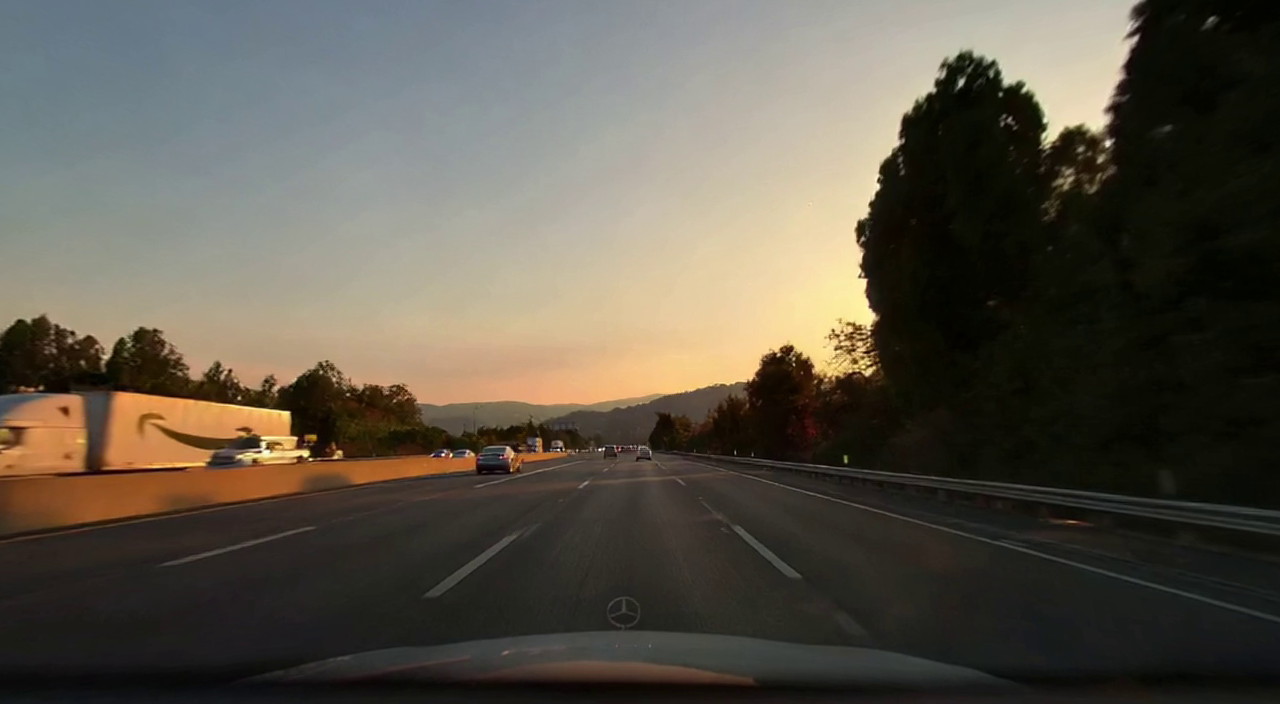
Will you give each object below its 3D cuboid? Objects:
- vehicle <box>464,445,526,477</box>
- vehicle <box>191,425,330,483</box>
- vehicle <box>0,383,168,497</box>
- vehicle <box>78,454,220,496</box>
[{"bbox_3d":[-7.244,5.487,31.991,1.973,1.494,4.419,0,-9,1],"label":"vehicle"},{"bbox_3d":[-19.297,5.249,32.766,2.640,2.648,7.188,0,-9,1],"label":"vehicle"},{"bbox_3d":[-23.184,3.348,23.644,2.971,3.836,10.249,0,-9,0],"label":"vehicle"},{"bbox_3d":[-19.201,4.788,25.003,1.864,1.454,4.653,0,-9,0],"label":"vehicle"}]
